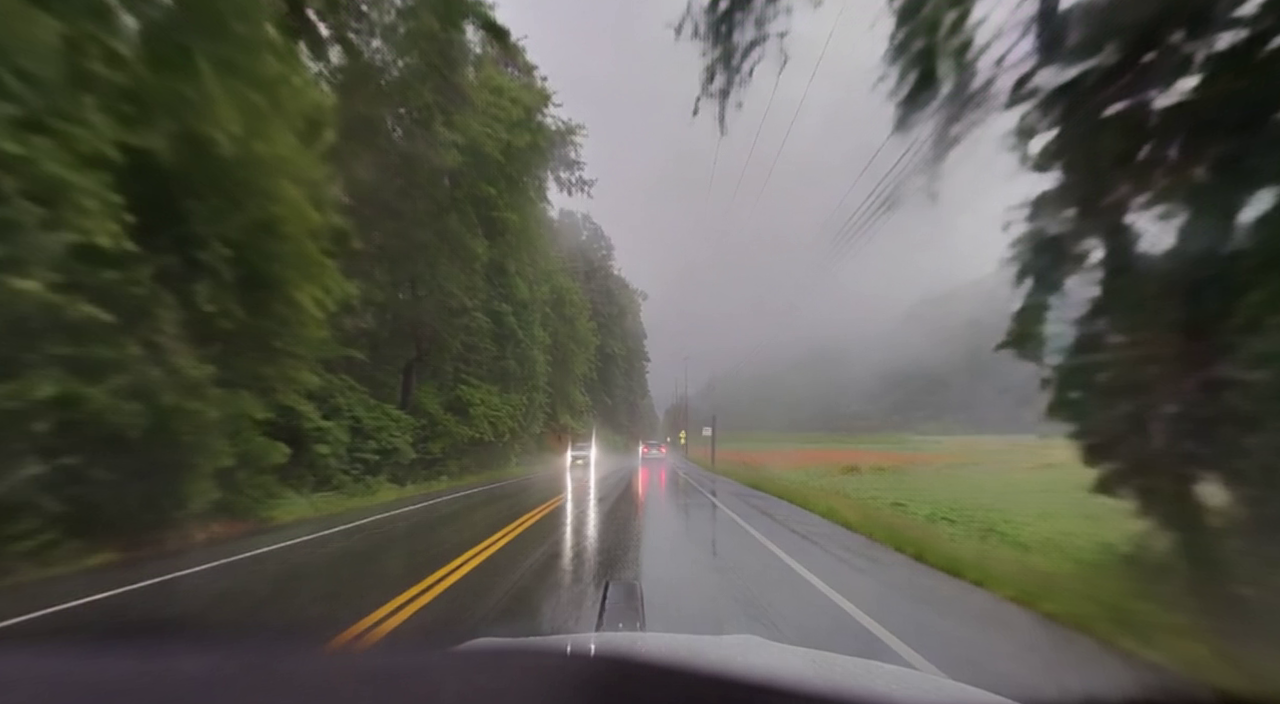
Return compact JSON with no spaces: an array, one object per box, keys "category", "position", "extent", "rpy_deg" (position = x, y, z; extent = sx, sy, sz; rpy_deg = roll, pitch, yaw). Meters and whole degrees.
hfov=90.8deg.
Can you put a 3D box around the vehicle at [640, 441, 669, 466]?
[{"category":"vehicle","position":[1.091,7.632,47.401],"extent":[2.083,1.767,4.448],"rpy_deg":[0,-9,1]}]

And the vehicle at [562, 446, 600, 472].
[{"category":"vehicle","position":[-3.589,6.537,38.827],"extent":[1.894,1.537,3.642],"rpy_deg":[0,-9,1]}]
